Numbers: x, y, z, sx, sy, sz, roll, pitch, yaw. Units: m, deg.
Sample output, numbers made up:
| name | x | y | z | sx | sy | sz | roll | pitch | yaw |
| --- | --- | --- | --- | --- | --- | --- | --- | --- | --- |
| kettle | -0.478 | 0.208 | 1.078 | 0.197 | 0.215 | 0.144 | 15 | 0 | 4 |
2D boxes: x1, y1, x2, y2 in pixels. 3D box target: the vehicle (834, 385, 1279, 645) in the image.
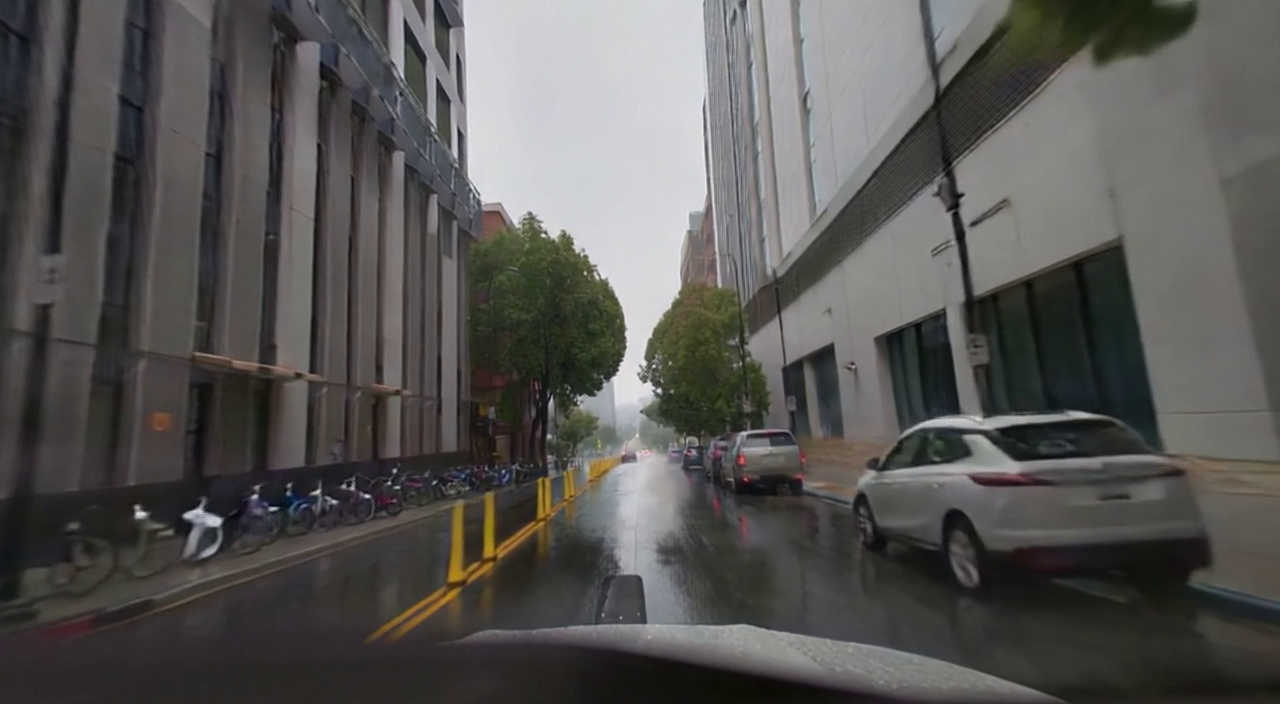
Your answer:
| name | x | y | z | sx | sy | sz | roll | pitch | yaw |
| --- | --- | --- | --- | --- | --- | --- | --- | --- | --- |
| vehicle | 3.789 | 1.469 | 6.625 | 1.999 | 1.769 | 4.191 | -1 | -9 | -2 |

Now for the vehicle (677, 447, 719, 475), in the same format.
| name | x | y | z | sx | sy | sz | roll | pitch | yaw |
| --- | --- | --- | --- | --- | --- | --- | --- | --- | --- |
| vehicle | 3.281 | 6.269 | 36.555 | 1.963 | 1.445 | 4.948 | -1 | -9 | 0 |

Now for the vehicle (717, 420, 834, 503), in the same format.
| name | x | y | z | sx | sy | sz | roll | pitch | yaw |
| --- | --- | --- | --- | --- | --- | --- | --- | --- | --- |
| vehicle | 3.451 | 2.944 | 17.196 | 2.127 | 1.864 | 4.892 | -1 | -9 | 0 |
